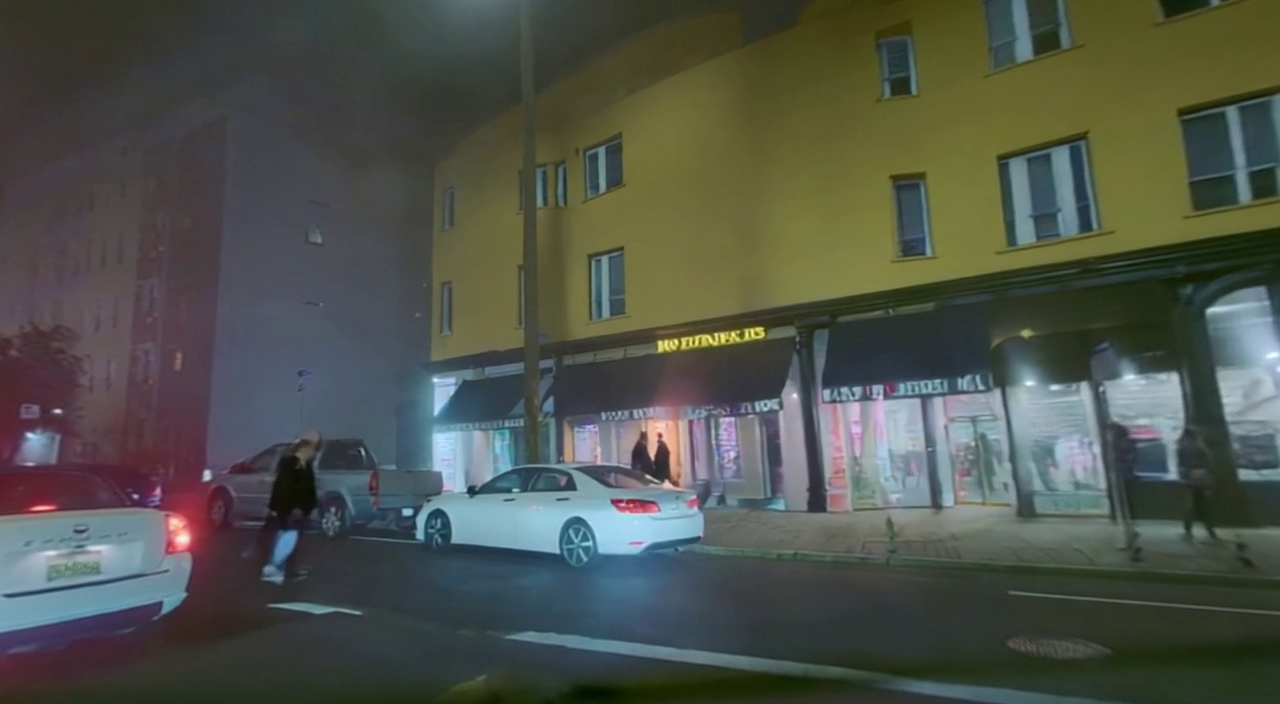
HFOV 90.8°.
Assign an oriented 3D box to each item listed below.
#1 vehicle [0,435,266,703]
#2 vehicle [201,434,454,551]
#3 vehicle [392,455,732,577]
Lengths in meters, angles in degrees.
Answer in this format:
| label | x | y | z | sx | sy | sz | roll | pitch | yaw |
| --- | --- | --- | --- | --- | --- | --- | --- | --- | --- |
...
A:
| label | x | y | z | sx | sy | sz | roll | pitch | yaw |
| --- | --- | --- | --- | --- | --- | --- | --- | --- | --- |
| vehicle | -5.151 | 1.406 | 4.876 | 4.330 | 1.458 | 1.932 | -5 | -10 | 30 |
| vehicle | -6.003 | 2.554 | 12.108 | 4.580 | 1.853 | 1.862 | -5 | -10 | 27 |
| vehicle | -1.221 | 2.301 | 9.569 | 4.830 | 1.421 | 1.826 | -4 | -9 | 25 |
